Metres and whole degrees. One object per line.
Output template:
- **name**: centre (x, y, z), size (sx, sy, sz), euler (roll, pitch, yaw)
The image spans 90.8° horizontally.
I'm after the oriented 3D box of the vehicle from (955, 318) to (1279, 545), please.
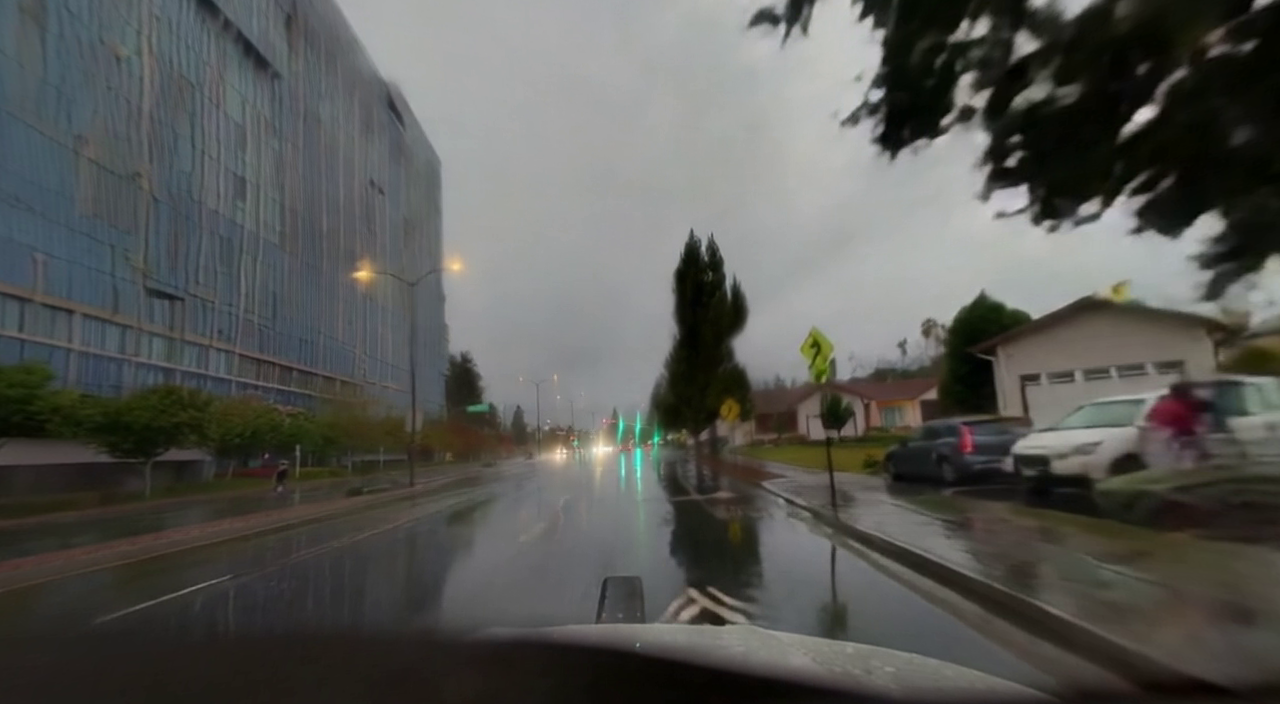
- **vehicle**: centre (6.496, 0.965, 7.940), size (2.160, 1.944, 5.086), euler (-6, -9, -2)
